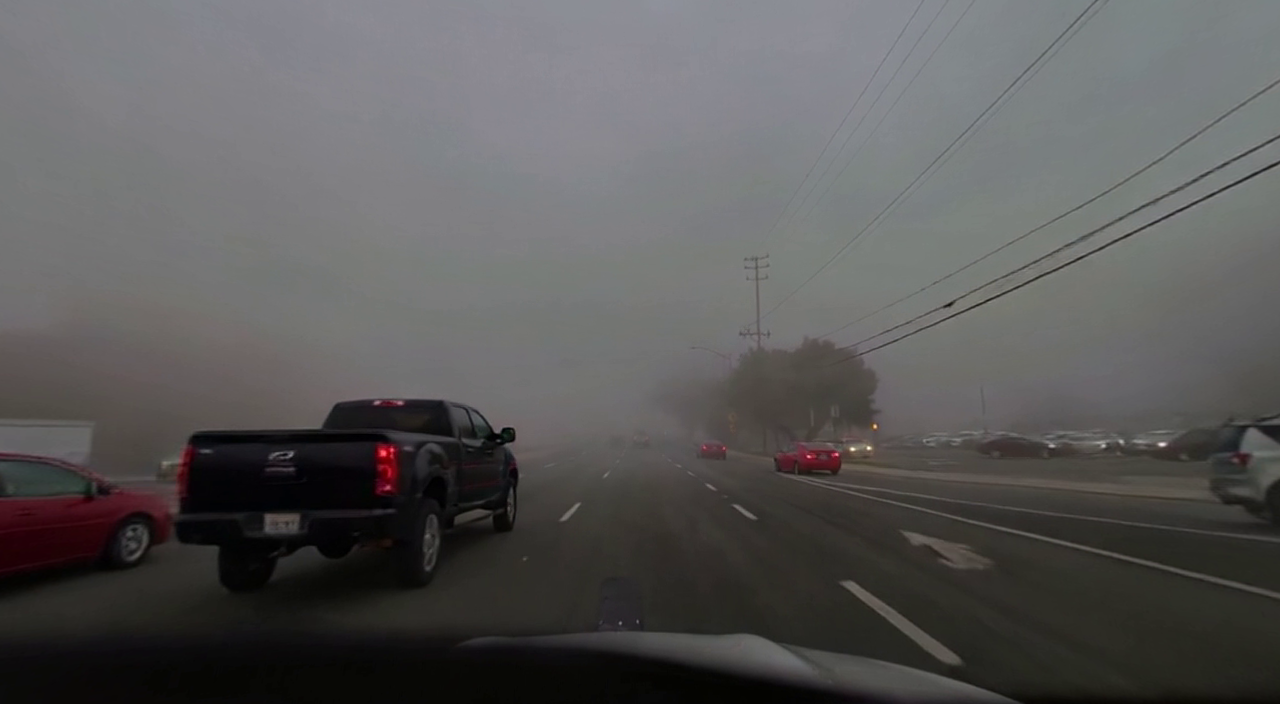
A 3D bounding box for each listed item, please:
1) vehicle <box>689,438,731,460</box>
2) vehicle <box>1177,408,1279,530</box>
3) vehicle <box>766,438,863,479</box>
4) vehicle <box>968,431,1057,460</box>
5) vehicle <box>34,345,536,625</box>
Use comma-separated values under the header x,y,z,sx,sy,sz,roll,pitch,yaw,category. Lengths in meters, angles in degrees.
x,y,z,sx,sy,sz,roll,pitch,yaw,category
4.714,6.616,43.249,2.071,1.435,4.226,0,-8,-4,vehicle
10.706,1.540,8.219,2.150,1.735,5.106,3,-9,-21,vehicle
6.730,4.150,24.948,1.840,1.428,4.602,1,-9,-10,vehicle
22.420,5.644,38.189,1.860,1.597,4.261,4,-9,-24,vehicle
-3.025,1.384,7.609,2.467,1.991,6.089,0,-8,0,vehicle
